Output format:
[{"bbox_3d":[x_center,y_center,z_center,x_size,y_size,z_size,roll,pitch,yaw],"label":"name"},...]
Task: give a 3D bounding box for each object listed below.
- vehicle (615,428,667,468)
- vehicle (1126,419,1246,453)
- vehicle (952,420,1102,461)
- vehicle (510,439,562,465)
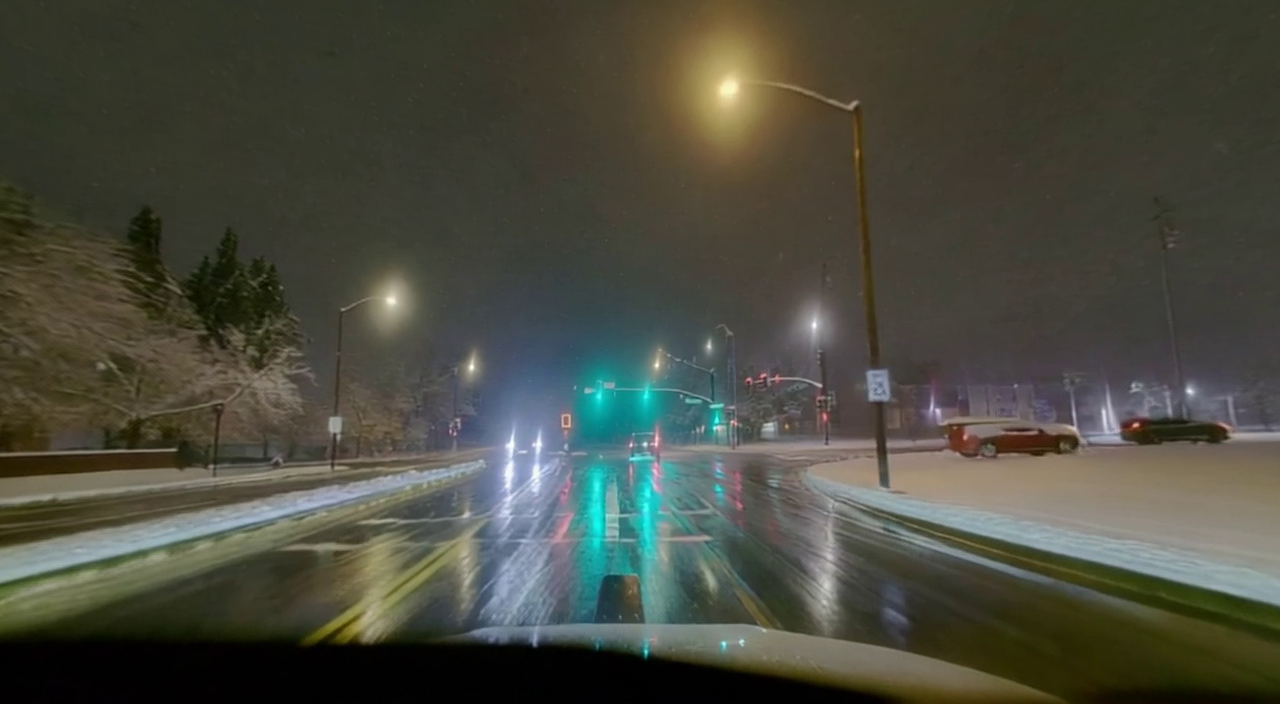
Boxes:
[{"bbox_3d":[0.132,4.774,31.549,2.230,1.827,4.298,-1,-8,5],"label":"vehicle"},{"bbox_3d":[29.318,4.499,34.032,4.504,1.759,1.955,0,-8,4],"label":"vehicle"},{"bbox_3d":[14.812,3.435,24.397,4.486,1.494,1.802,-1,-8,5],"label":"vehicle"},{"bbox_3d":[-6.369,6.160,39.212,1.939,1.484,4.645,-1,-8,7],"label":"vehicle"}]
